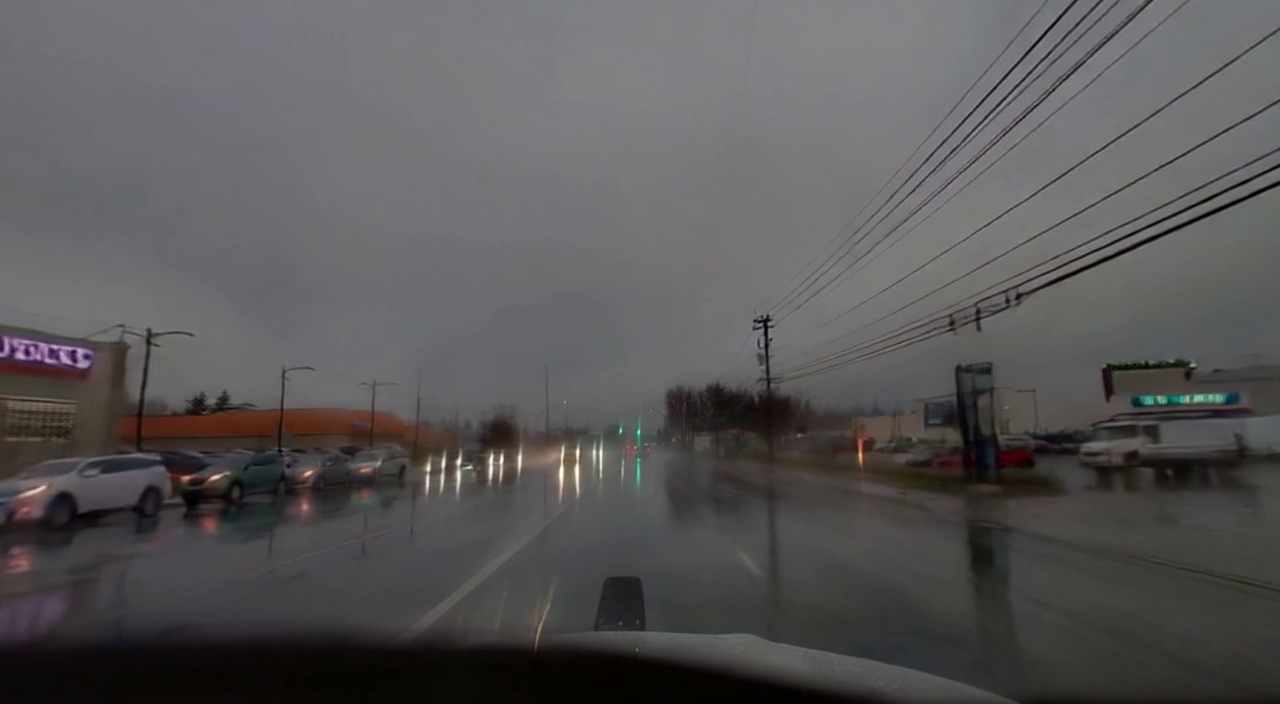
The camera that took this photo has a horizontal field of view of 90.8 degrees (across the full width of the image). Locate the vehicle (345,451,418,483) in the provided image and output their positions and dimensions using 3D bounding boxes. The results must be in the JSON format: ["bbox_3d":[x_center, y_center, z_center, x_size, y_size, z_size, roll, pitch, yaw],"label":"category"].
[{"bbox_3d":[-13.597,6.043,33.544,1.901,1.552,4.541,0,-8,0],"label":"vehicle"}]

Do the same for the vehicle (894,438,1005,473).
[{"bbox_3d":[15.137,5.062,31.062,4.396,1.412,1.858,-4,-7,3],"label":"vehicle"}]

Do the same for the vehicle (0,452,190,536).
[{"bbox_3d":[-13.657,3.280,15.100,2.014,1.523,5.092,-3,-8,1],"label":"vehicle"}]

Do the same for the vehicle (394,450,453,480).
[{"bbox_3d":[-13.374,6.959,39.350,1.793,1.534,5.400,-2,-7,0],"label":"vehicle"}]

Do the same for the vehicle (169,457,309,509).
[{"bbox_3d":[-13.552,4.420,21.766,1.791,1.377,4.807,-2,-8,-1],"label":"vehicle"}]

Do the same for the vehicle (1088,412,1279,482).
[{"bbox_3d":[15.550,2.610,17.413,4.667,1.775,2.199,0,-9,-1],"label":"vehicle"}]
